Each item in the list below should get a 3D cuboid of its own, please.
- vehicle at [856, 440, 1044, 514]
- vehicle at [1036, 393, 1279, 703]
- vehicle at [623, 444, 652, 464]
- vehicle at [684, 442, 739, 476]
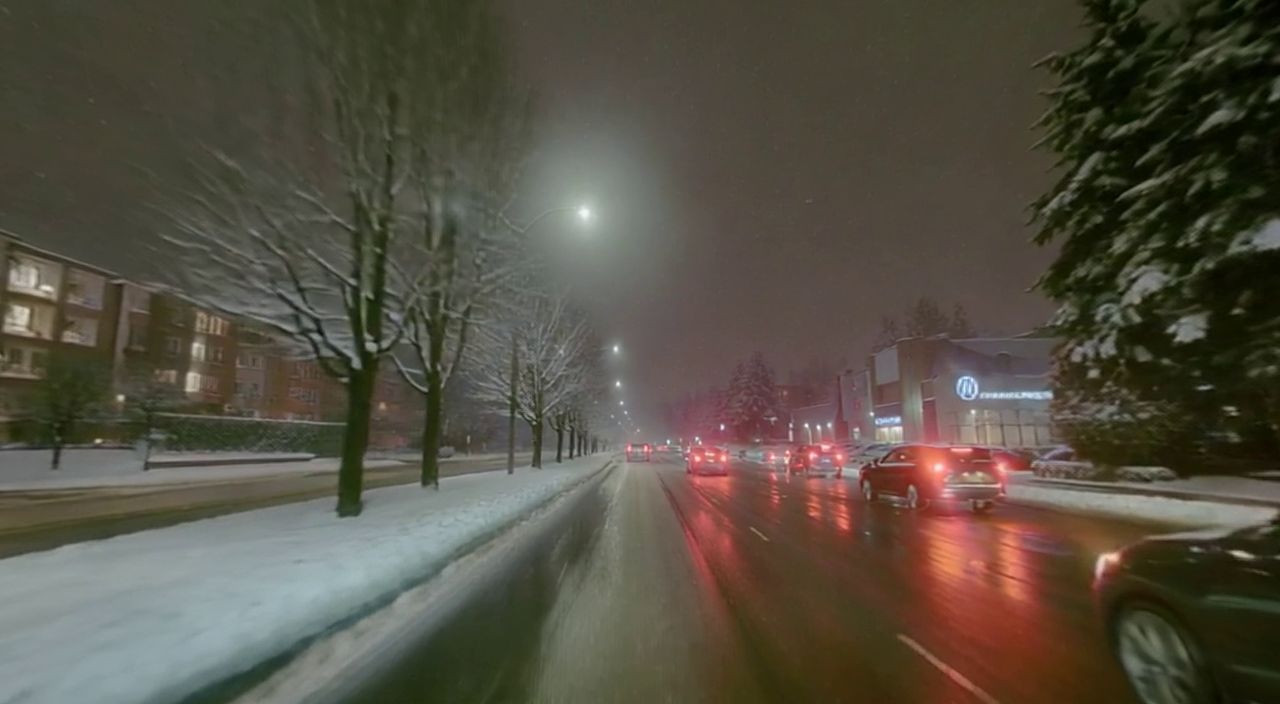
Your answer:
[{"bbox_3d":[7.207,2.933,15.410,2.098,1.507,4.655,0,-9,-2],"label":"vehicle"},{"bbox_3d":[3.389,0.801,1.648,2.034,1.496,4.040,0,-9,-1],"label":"vehicle"},{"bbox_3d":[-0.246,7.739,48.129,2.095,1.456,3.873,0,-9,-1],"label":"vehicle"},{"bbox_3d":[3.388,5.164,30.780,1.953,1.514,4.672,0,-9,-2],"label":"vehicle"}]
